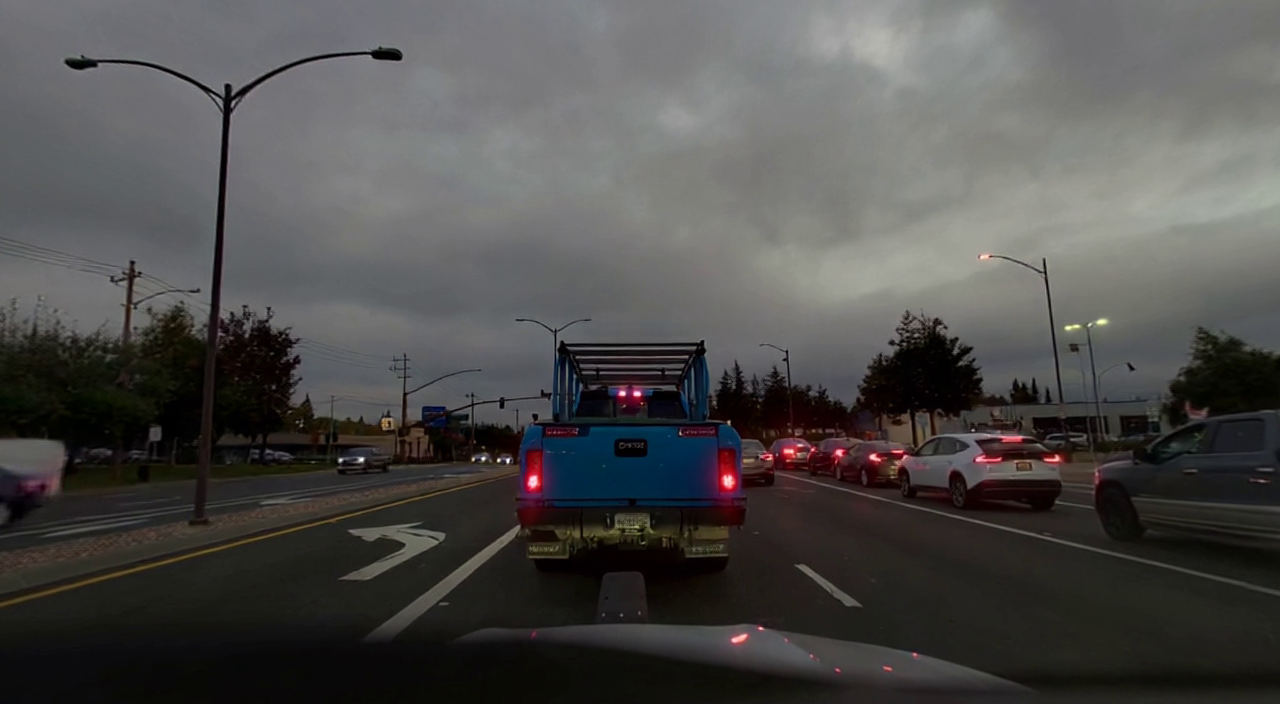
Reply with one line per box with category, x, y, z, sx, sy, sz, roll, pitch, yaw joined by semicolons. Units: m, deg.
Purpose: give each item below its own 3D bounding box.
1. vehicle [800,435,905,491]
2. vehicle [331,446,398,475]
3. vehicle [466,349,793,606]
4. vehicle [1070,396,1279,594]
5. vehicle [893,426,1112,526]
vehicle;7.065;3.734;21.585;1.953;1.665;4.327;0;-9;-2
vehicle;-19.540;7.691;45.134;2.205;1.916;5.771;0;-9;-1
vehicle;-0.137;1.449;8.156;2.682;2.117;5.706;0;-9;-1
vehicle;6.815;1.361;6.158;2.023;1.771;4.488;0;-9;0
vehicle;7.065;2.440;12.968;1.931;1.692;4.267;0;-9;0
